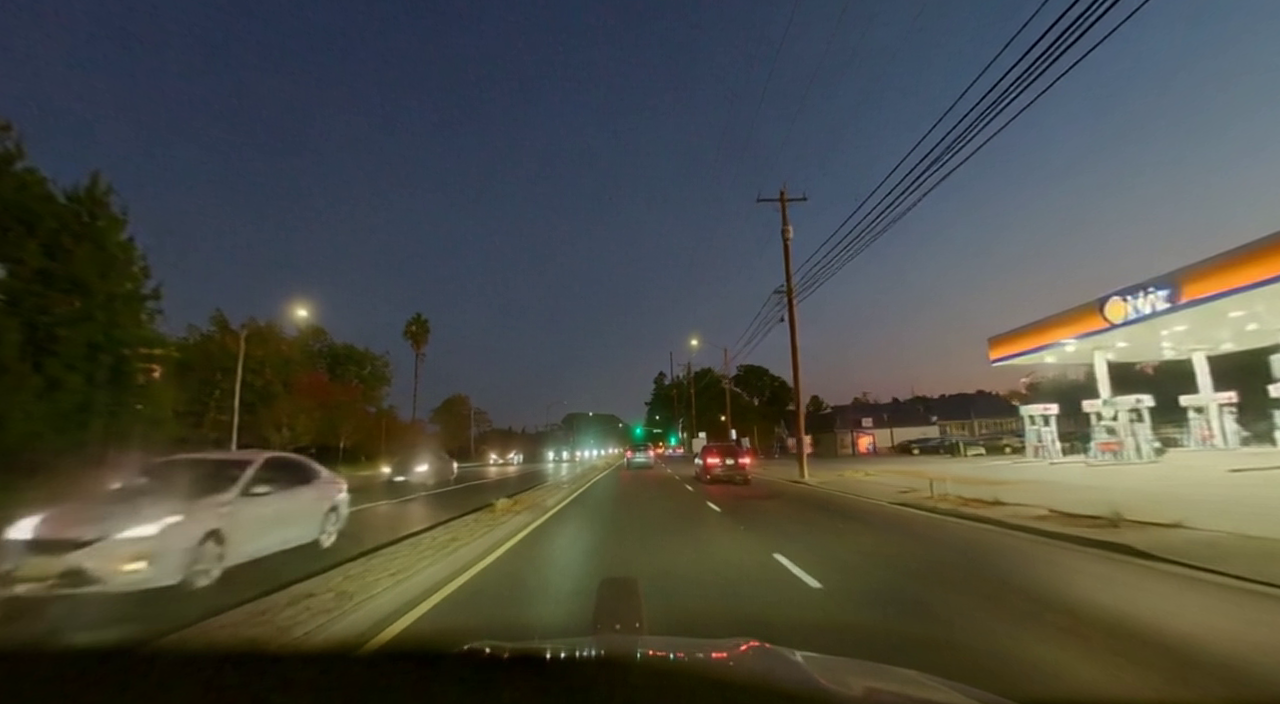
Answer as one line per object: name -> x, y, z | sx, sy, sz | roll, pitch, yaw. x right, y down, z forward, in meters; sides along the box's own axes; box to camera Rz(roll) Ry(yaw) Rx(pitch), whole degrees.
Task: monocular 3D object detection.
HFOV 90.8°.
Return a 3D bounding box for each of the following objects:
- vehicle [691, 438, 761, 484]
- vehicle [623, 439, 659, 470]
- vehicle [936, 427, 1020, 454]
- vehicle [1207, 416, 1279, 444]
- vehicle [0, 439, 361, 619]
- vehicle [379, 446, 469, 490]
vehicle -> 3.232, 4.230, 24.730 | 1.990, 1.592, 4.294 | -1, -9, -2
vehicle -> 0.046, 6.429, 39.755 | 2.163, 1.825, 4.073 | -1, -9, -1
vehicle -> 23.129, 6.114, 43.497 | 2.187, 1.757, 4.663 | 3, -9, -22
vehicle -> 43.129, 5.547, 44.834 | 2.150, 1.588, 3.729 | 3, -13, -38
vehicle -> -4.931, 1.788, 7.242 | 1.816, 1.484, 3.629 | -1, -9, 0
vehicle -> -8.343, 4.493, 24.866 | 1.953, 1.470, 4.522 | -2, -9, 0
